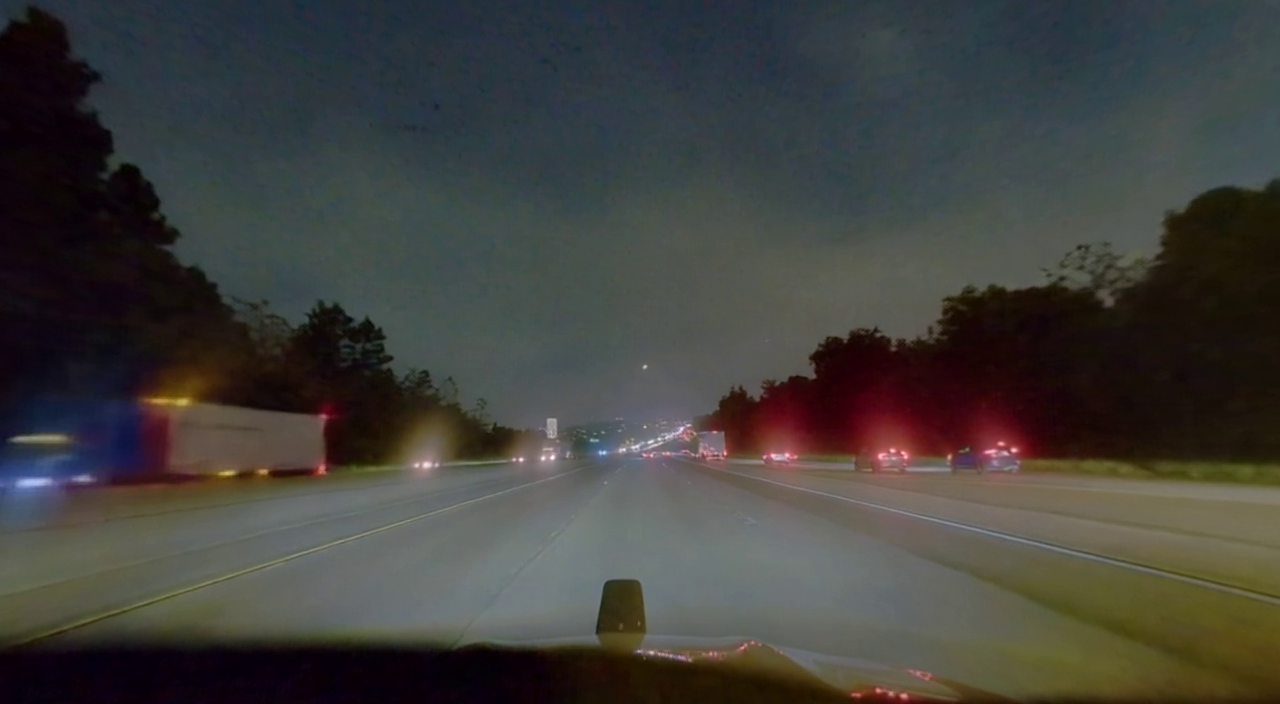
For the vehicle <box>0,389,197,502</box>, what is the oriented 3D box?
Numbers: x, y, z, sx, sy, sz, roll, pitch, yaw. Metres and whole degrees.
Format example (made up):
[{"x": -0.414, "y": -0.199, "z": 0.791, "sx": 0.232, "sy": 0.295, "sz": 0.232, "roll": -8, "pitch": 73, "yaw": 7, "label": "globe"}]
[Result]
[{"x": -20.621, "y": 3.563, "z": 24.011, "sx": 2.929, "sy": 3.767, "sz": 5.935, "roll": 0, "pitch": -9, "yaw": 0, "label": "vehicle"}]

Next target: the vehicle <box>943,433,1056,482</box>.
[{"x": 14.366, "y": 4.240, "z": 25.471, "sx": 2.038, "sy": 1.823, "sz": 3.744, "roll": 1, "pitch": -9, "yaw": -6, "label": "vehicle"}]
